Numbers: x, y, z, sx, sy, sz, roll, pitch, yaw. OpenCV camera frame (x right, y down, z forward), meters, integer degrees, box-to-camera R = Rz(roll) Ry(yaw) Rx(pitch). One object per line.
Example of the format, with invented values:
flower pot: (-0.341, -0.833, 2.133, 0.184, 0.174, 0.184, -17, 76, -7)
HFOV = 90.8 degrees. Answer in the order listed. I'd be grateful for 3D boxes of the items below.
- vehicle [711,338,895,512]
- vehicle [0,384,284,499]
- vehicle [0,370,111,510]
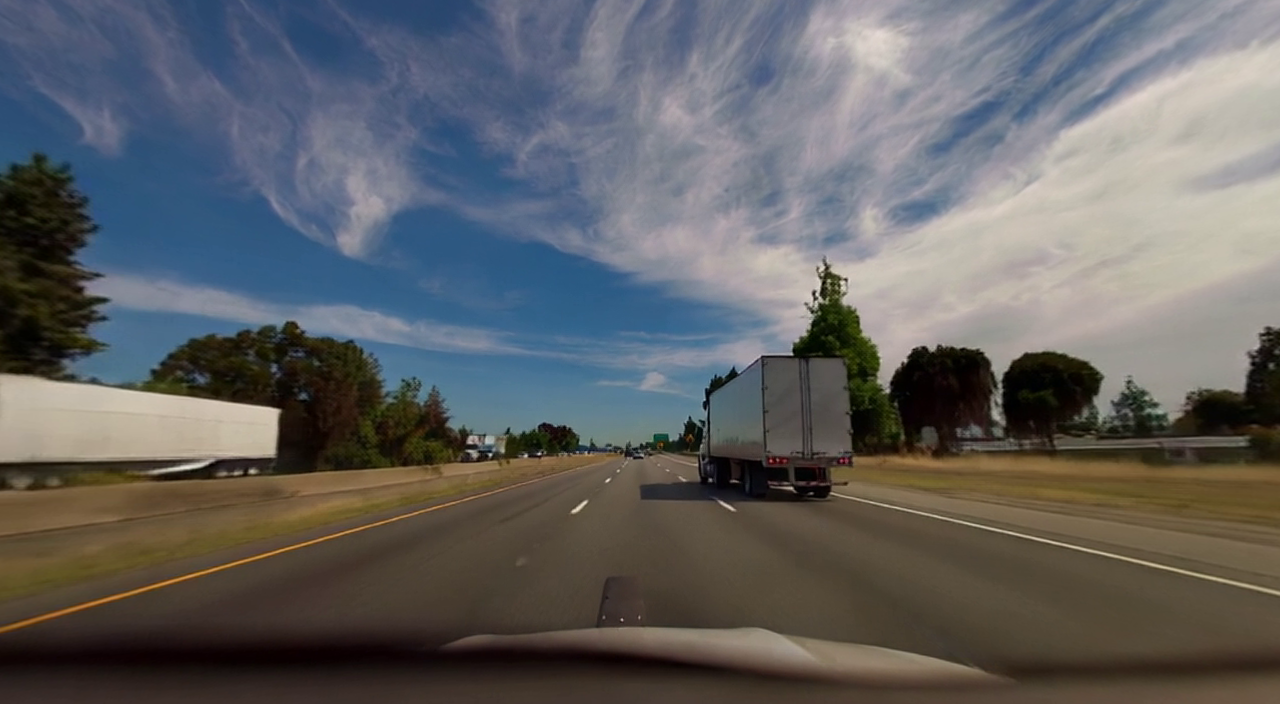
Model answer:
vehicle: (4.689, 2.707, 21.789, 3.058, 4.312, 12.251, 0, -9, 0)
vehicle: (-20.385, 3.882, 27.053, 3.135, 3.778, 12.388, 0, -9, -1)
vehicle: (-20.389, 2.672, 18.987, 3.367, 4.049, 6.073, 0, -9, -1)
